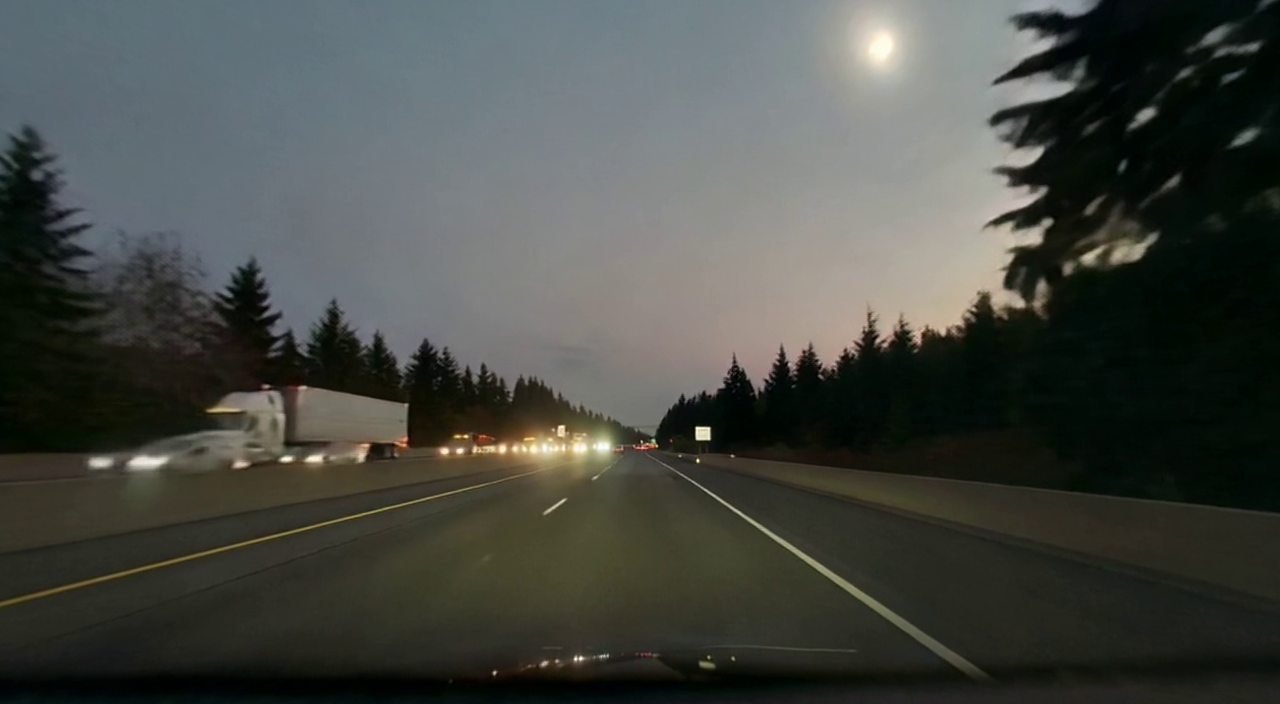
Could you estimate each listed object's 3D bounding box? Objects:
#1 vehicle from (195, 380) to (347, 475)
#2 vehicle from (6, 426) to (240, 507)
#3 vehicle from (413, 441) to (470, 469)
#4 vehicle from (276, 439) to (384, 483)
[{"bbox_3d":[-17.260,3.719,30.186,3.168,4.049,6.561,0,-9,-1],"label":"vehicle"},{"bbox_3d":[-12.644,2.829,15.930,1.932,1.742,4.577,0,-9,1],"label":"vehicle"},{"bbox_3d":[-12.661,6.601,40.512,1.919,1.636,5.221,0,-9,0],"label":"vehicle"},{"bbox_3d":[-12.315,4.353,25.406,1.995,1.557,4.654,0,-9,0],"label":"vehicle"}]
